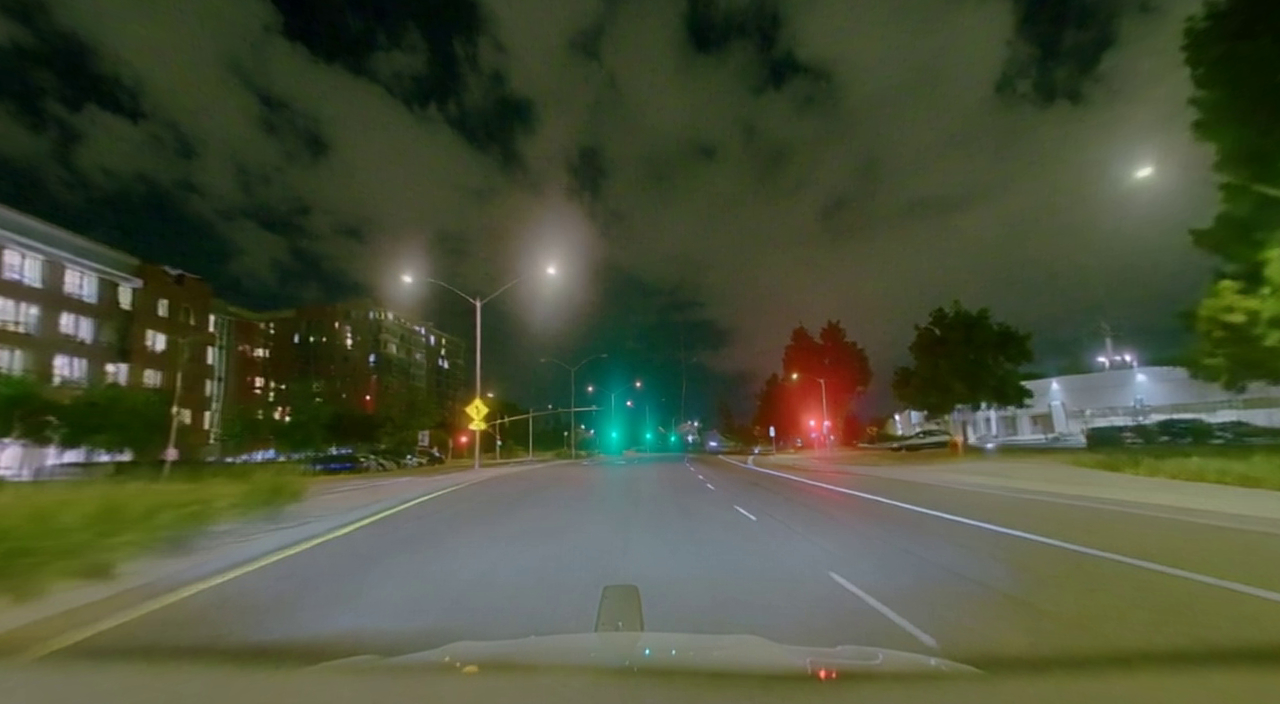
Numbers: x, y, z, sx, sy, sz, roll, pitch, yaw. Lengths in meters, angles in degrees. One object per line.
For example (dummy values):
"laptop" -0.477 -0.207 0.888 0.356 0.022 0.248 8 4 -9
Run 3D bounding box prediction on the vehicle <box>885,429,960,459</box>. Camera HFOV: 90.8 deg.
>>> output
"vehicle" 20.102 6.579 45.192 2.074 1.959 4.793 2 -9 -18

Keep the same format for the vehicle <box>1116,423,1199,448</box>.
"vehicle" 32.372 5.282 39.634 1.574 1.448 3.558 2 -9 -22
